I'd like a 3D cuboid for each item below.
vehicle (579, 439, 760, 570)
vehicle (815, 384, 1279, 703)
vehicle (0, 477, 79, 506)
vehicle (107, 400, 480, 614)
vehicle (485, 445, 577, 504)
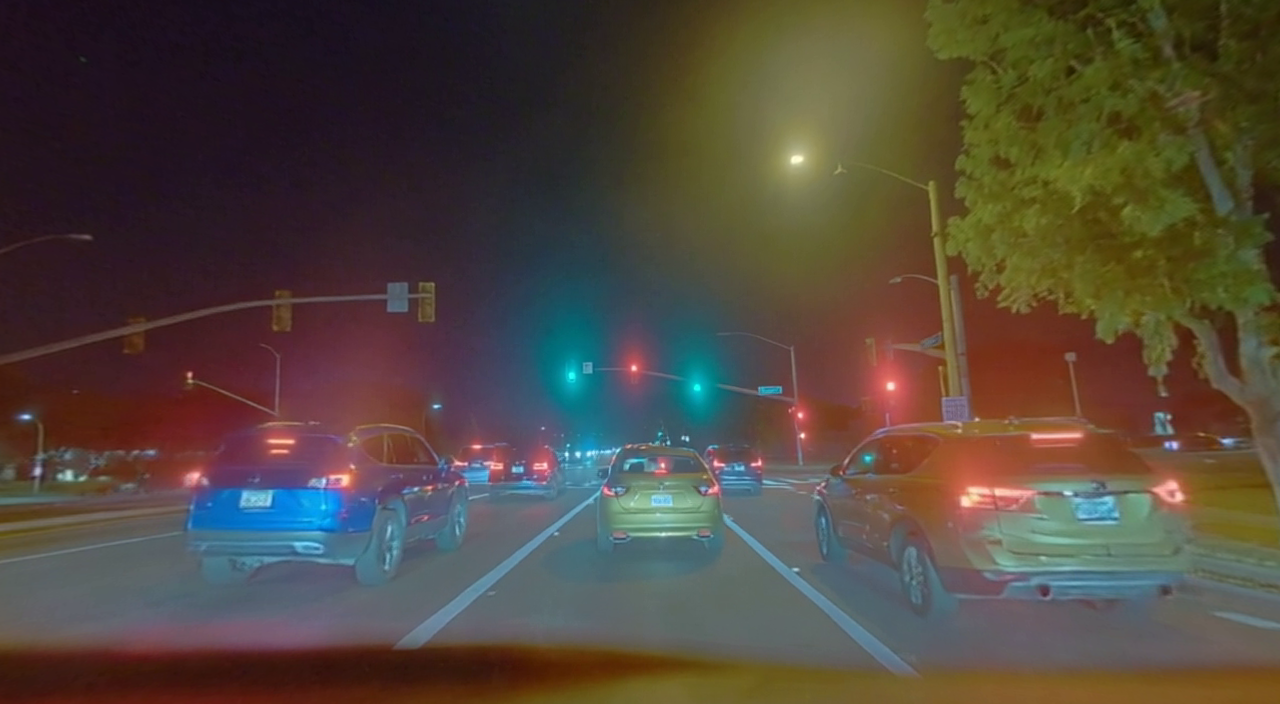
[{"bbox_3d":[0.292,2.026,9.134,2.051,1.460,3.932,0,-8,-1],"label":"vehicle"},{"bbox_3d":[3.175,1.382,5.749,1.880,1.747,4.500,0,-8,1],"label":"vehicle"},{"bbox_3d":[-35.099,7.898,35.755,4.401,1.464,1.980,0,-8,2],"label":"vehicle"},{"bbox_3d":[-3.446,1.605,7.439,1.889,1.767,4.289,0,-8,1],"label":"vehicle"},{"bbox_3d":[-3.029,3.493,18.374,1.868,1.516,4.114,0,-8,1],"label":"vehicle"}]
